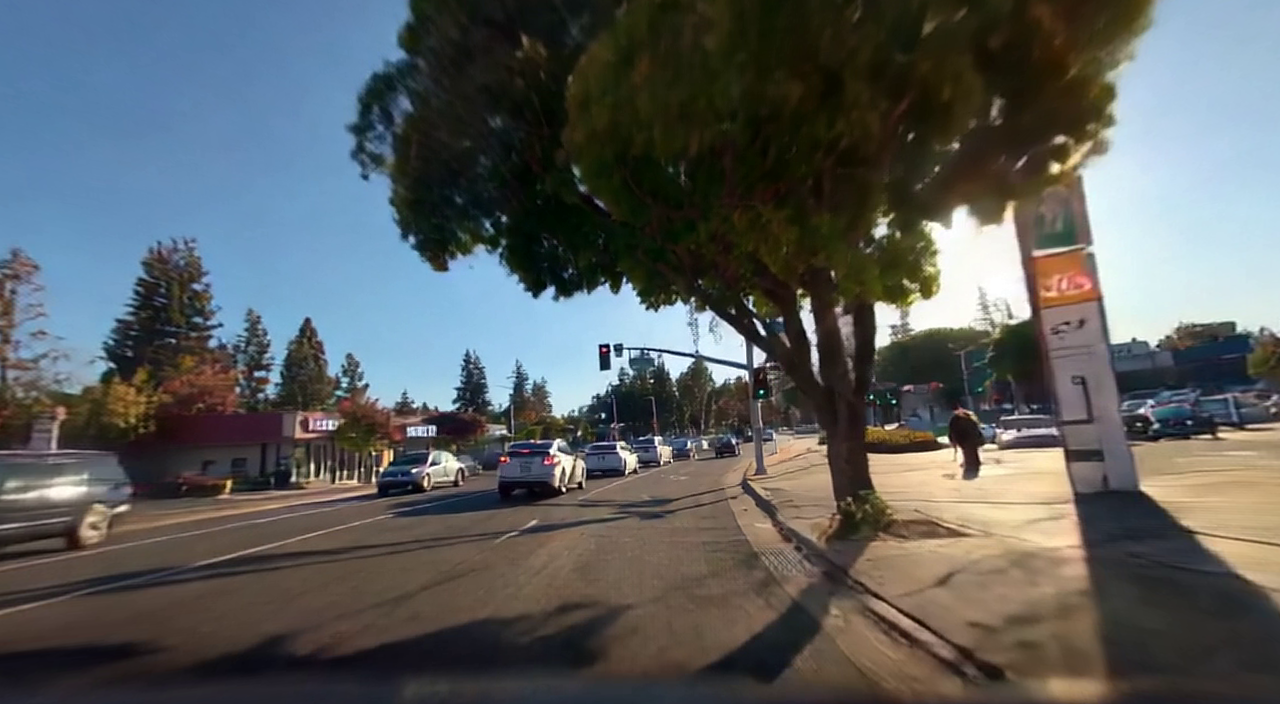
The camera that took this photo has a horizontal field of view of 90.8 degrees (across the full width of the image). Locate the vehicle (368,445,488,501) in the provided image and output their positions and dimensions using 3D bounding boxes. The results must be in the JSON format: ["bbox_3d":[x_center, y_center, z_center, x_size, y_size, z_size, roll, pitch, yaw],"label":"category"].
[{"bbox_3d":[-6.529,3.734,19.962,1.974,1.558,3.949,-1,-8,8],"label":"vehicle"}]

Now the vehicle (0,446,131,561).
[{"bbox_3d":[-10.426,2.286,9.559,1.799,1.682,4.637,0,-8,-4],"label":"vehicle"}]

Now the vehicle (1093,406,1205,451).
[{"bbox_3d":[21.953,3.351,27.204,4.982,1.789,2.303,6,-10,-35],"label":"vehicle"}]

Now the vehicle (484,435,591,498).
[{"bbox_3d":[-2.910,3.362,19.016,2.002,1.664,4.113,-1,-8,8],"label":"vehicle"}]

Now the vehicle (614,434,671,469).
[{"bbox_3d":[0.218,5.538,35.353,2.167,1.832,4.679,-2,-9,13],"label":"vehicle"}]
